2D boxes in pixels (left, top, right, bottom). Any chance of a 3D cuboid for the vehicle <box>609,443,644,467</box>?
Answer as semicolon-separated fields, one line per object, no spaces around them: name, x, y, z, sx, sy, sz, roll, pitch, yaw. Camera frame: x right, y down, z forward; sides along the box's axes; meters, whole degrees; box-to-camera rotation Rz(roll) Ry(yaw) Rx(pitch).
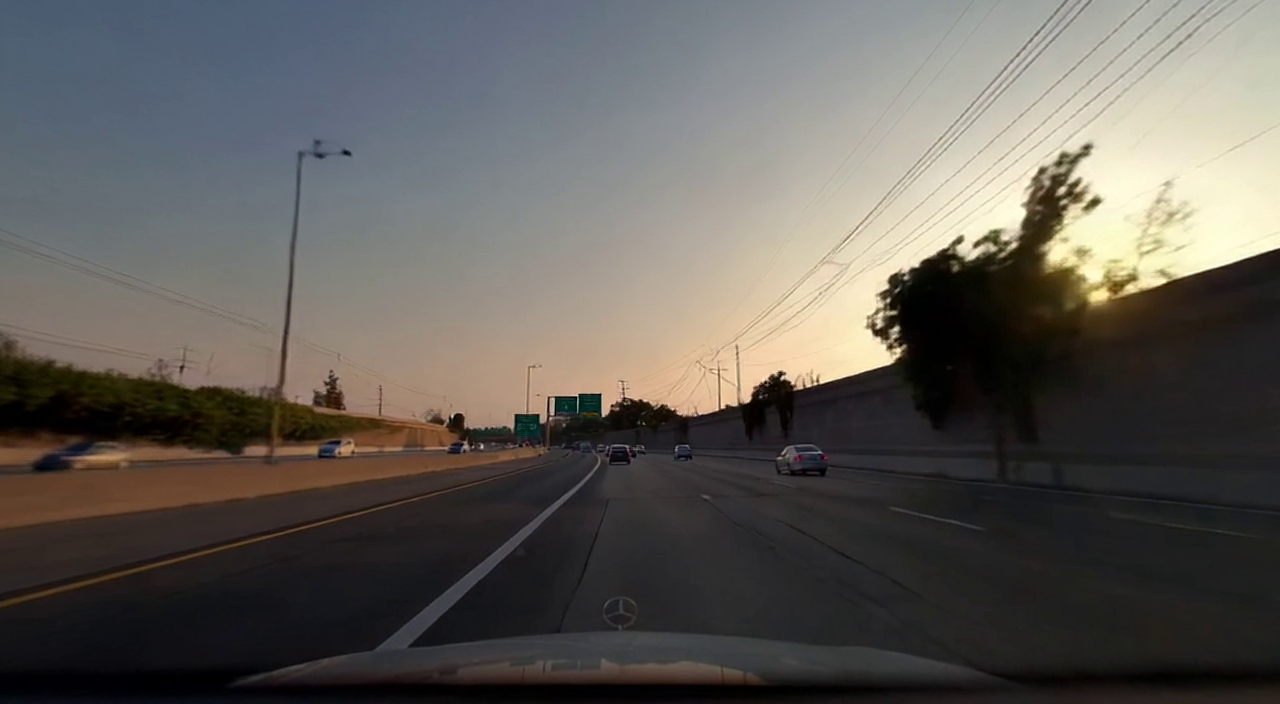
vehicle;-0.908;6.668;41.053;2.109;1.489;4.027;1;-8;-4

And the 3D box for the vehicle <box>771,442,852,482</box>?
vehicle;6.721;4.344;25.249;1.876;1.451;4.154;0;-9;-3

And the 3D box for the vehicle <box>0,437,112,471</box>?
vehicle;-31.768;5.562;34.581;2.011;1.716;4.501;0;-9;-3
